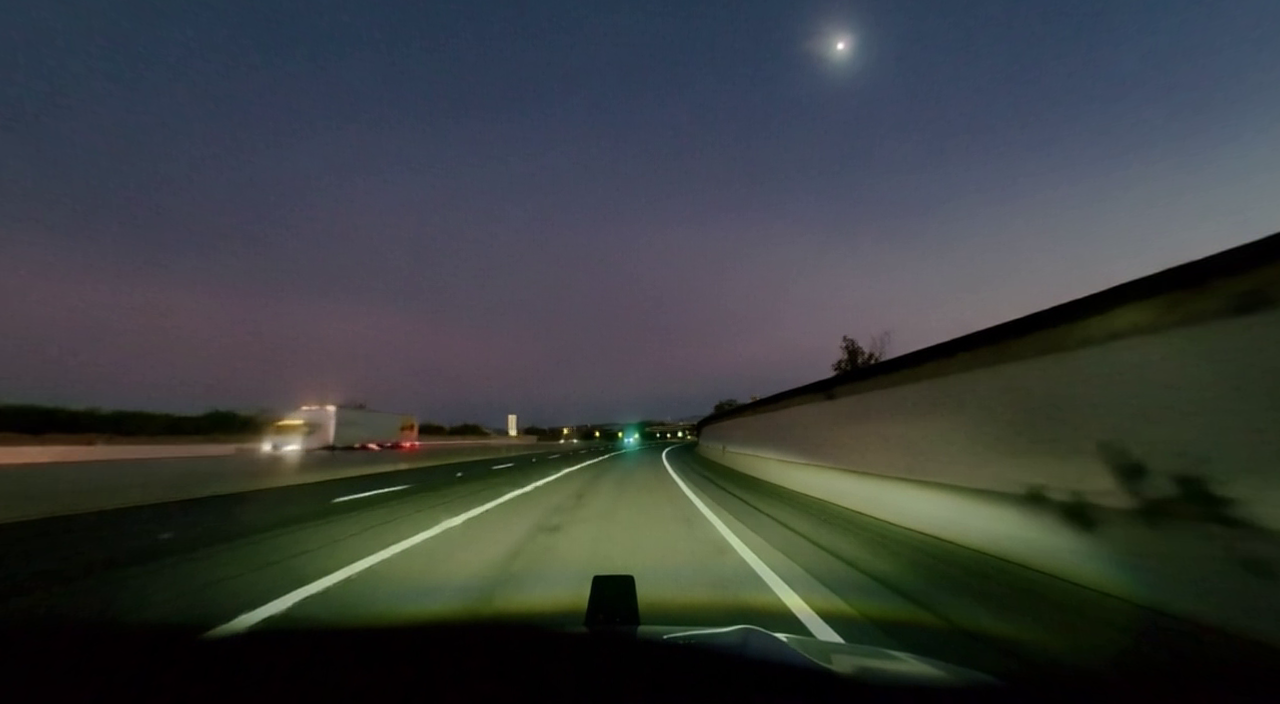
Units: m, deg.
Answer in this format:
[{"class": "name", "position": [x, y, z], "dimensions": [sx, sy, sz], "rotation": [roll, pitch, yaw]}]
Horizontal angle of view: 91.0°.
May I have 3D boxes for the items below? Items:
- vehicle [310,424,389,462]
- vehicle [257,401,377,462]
[{"class": "vehicle", "position": [-19.543, 6.181, 42.738], "dimensions": [2.346, 2.389, 5.841], "rotation": [0, -8, 2]}, {"class": "vehicle", "position": [-23.667, 6.019, 47.056], "dimensions": [2.998, 4.042, 10.325], "rotation": [-1, -8, 3]}]
